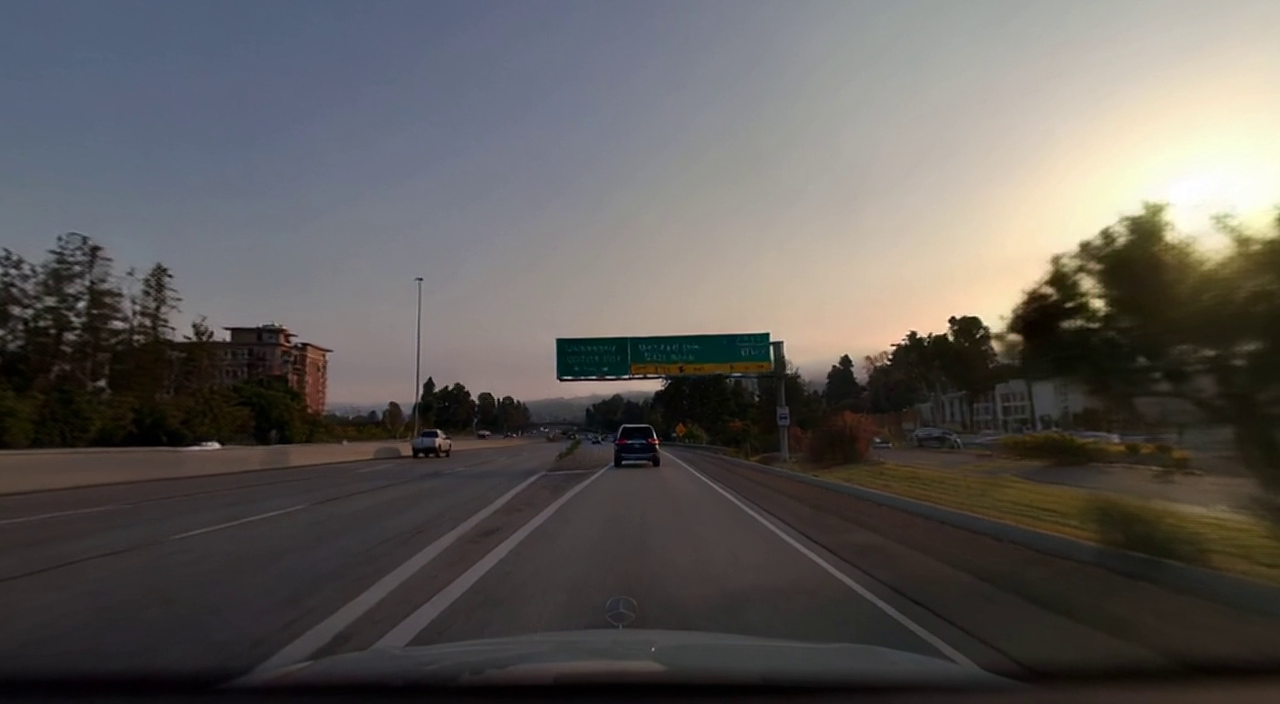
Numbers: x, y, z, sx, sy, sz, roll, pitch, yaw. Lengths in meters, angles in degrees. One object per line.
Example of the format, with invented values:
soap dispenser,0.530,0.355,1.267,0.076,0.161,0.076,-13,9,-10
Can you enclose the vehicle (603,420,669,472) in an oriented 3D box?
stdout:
vehicle,-0.184,4.005,27.017,2.497,1.957,5.432,0,-8,-1

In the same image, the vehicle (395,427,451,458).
vehicle,-14.760,6.233,43.334,2.289,1.955,5.147,0,-8,-4
